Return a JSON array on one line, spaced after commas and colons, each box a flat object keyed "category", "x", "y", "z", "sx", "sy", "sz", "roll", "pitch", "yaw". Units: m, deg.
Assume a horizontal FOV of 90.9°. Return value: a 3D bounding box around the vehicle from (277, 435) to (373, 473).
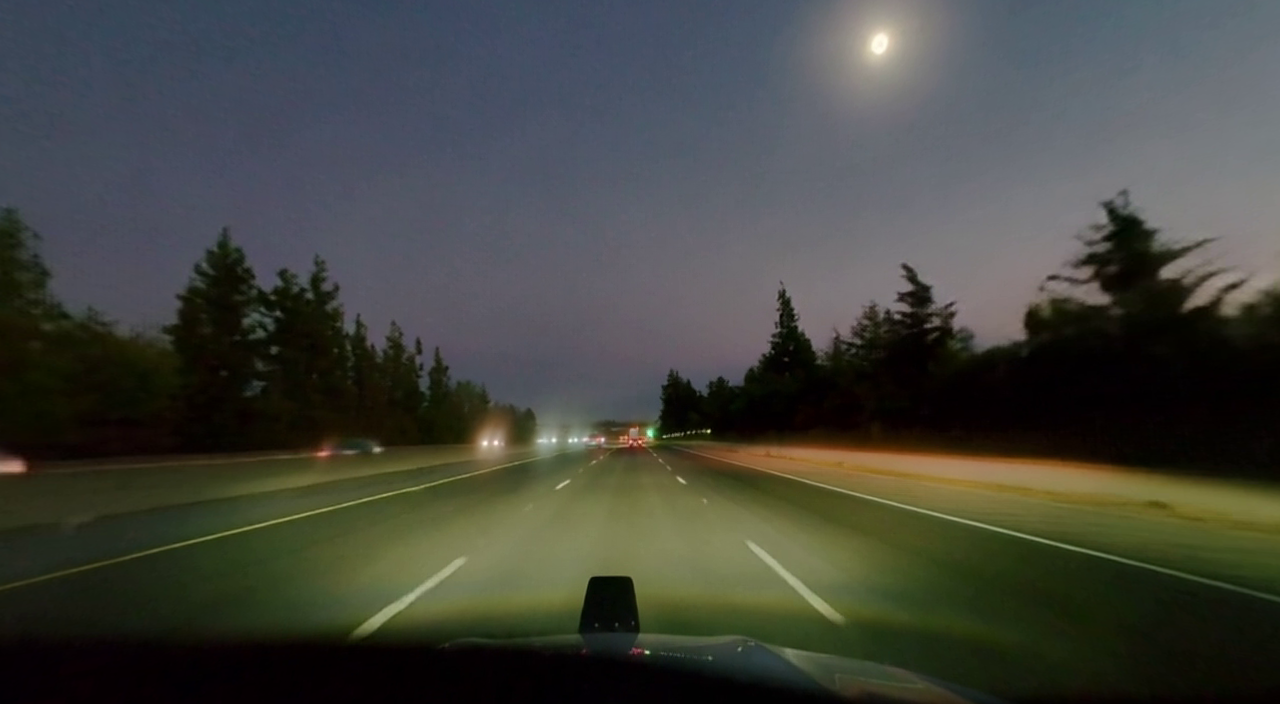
[{"category": "vehicle", "x": -13.152, "y": 4.265, "z": 26.634, "sx": 1.816, "sy": 1.451, "sz": 4.338, "roll": 0, "pitch": -8, "yaw": 0}]
